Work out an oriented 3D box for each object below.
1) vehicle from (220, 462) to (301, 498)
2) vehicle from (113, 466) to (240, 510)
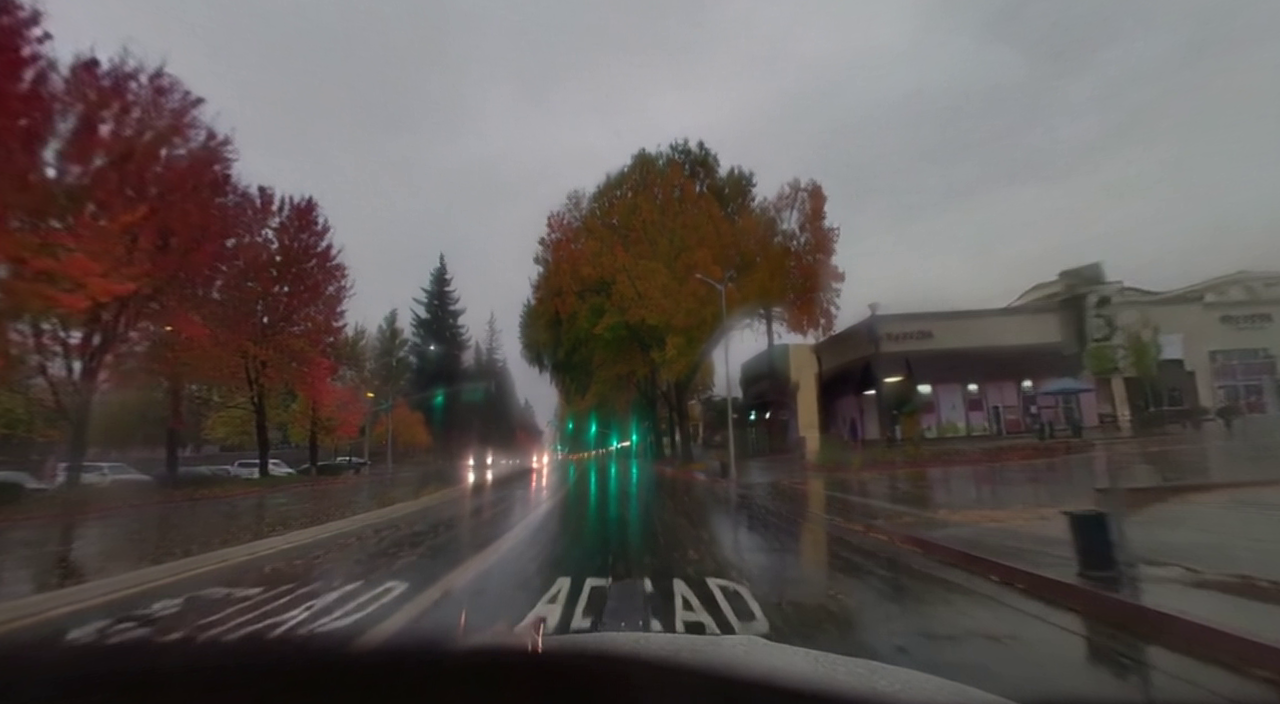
[{"bbox_3d":[-19.349,6.525,32.223,1.896,1.495,4.108,-4,-9,-5],"label":"vehicle"},{"bbox_3d":[-18.892,5.550,25.896,1.887,1.490,4.432,0,-9,-1],"label":"vehicle"}]
